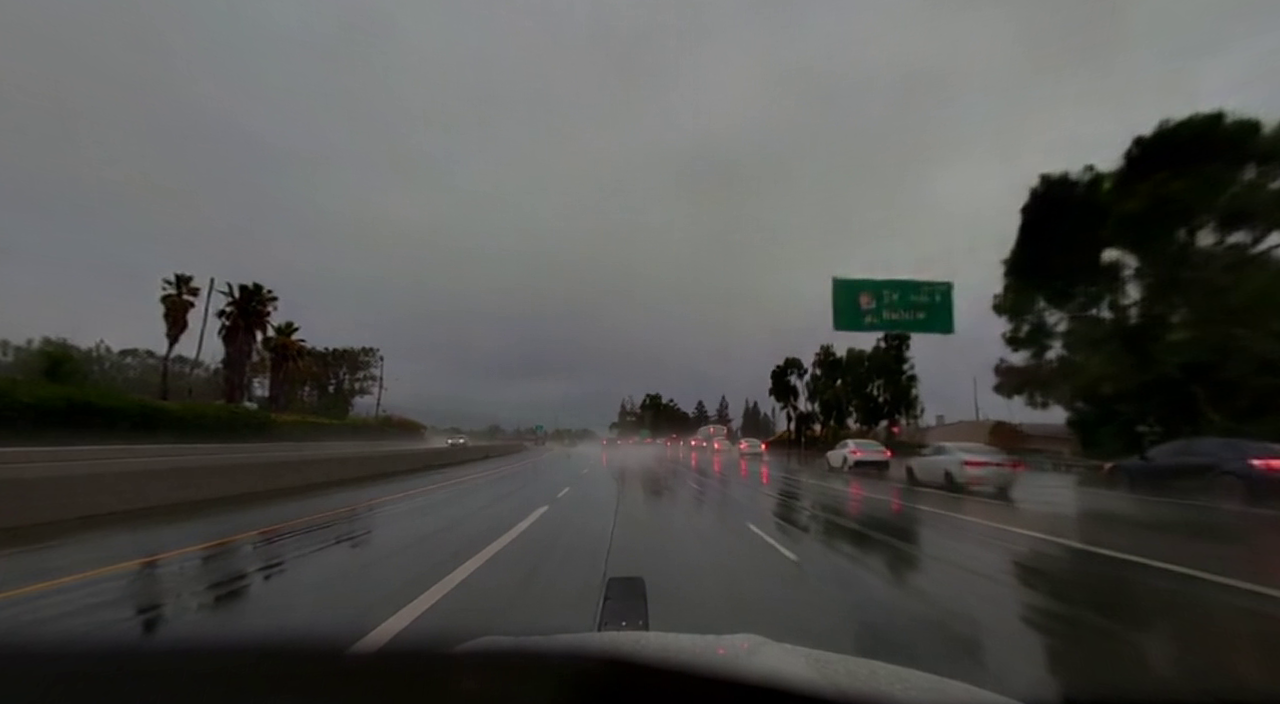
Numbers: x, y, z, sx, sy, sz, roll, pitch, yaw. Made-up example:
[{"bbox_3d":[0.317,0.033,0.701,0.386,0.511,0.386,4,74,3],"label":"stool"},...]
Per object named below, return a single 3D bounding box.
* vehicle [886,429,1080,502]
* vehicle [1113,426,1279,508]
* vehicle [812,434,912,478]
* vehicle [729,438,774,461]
[{"bbox_3d":[8.003,2.682,15.364,2.110,1.481,4.511,0,-8,-1],"label":"vehicle"},{"bbox_3d":[12.561,2.313,13.020,1.846,1.480,4.752,0,-8,-1],"label":"vehicle"},{"bbox_3d":[8.185,3.882,23.823,1.947,1.452,4.696,0,-8,-2],"label":"vehicle"},{"bbox_3d":[7.494,6.589,42.844,1.922,1.456,4.626,0,-8,-3],"label":"vehicle"}]
